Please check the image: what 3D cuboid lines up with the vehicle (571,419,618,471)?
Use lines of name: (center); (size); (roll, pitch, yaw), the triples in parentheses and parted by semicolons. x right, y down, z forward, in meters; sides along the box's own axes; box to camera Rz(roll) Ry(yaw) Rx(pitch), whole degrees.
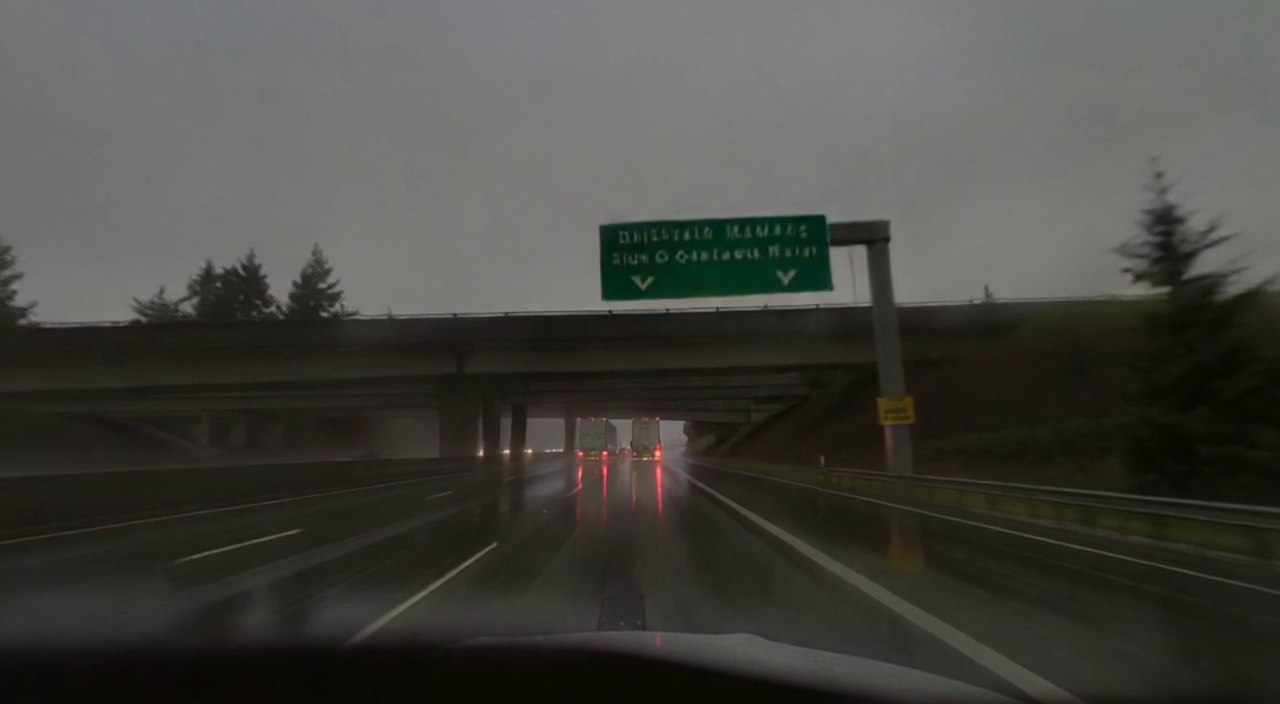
vehicle: (-3.018, 6.482, 43.871); (2.696, 3.266, 7.062); (0, -9, 0)
